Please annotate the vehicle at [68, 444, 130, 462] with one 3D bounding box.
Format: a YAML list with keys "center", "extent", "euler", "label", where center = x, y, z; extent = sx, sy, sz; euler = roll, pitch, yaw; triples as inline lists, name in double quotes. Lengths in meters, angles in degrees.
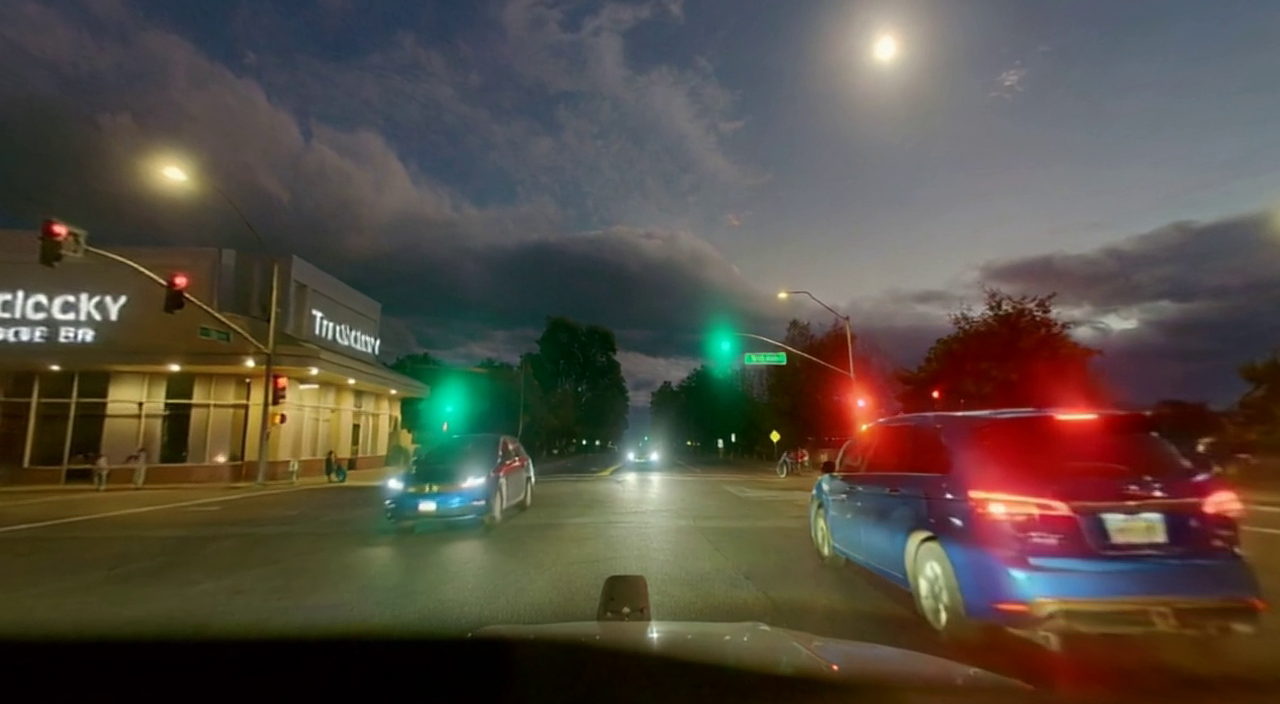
- center: [-42.801, 8.004, 49.931]
  extent: [3.391, 1.379, 1.562]
  euler: [4, -10, -28]
  label: "vehicle"

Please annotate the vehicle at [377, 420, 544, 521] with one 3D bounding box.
- center: [-3.285, 2.274, 12.506]
  extent: [1.961, 1.658, 4.064]
  euler: [-1, -9, 2]
  label: "vehicle"

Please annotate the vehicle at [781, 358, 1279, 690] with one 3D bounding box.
- center: [2.868, 1.248, 5.744]
  extent: [2.048, 1.725, 4.754]
  euler: [0, -9, 0]
  label: "vehicle"

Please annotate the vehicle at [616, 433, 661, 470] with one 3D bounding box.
- center: [-0.125, 5.700, 36.270]
  extent: [2.390, 1.948, 5.344]
  euler: [0, -9, -1]
  label: "vehicle"
